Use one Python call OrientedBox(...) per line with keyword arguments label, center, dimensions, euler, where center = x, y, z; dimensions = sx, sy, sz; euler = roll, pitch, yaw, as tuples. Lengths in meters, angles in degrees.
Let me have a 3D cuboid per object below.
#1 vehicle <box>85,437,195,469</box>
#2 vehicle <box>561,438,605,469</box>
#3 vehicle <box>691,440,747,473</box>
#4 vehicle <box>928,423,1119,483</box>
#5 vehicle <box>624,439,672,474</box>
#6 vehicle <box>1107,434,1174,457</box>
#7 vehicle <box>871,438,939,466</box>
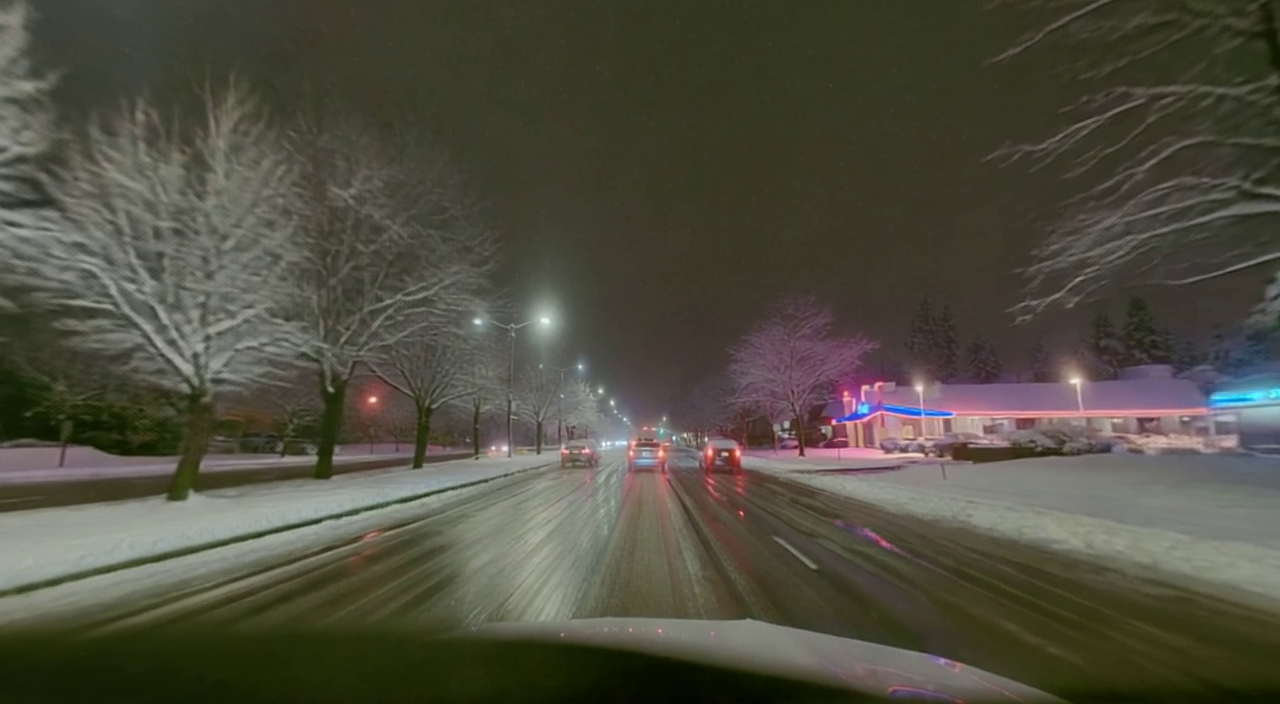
OrientedBox(label="vehicle", center=(-35.174, 7.083, 44.657), dimensions=(2.578, 1.973, 6.455), euler=(1, -8, -1))
OrientedBox(label="vehicle", center=(-3.065, 5.561, 34.751), dimensions=(1.995, 1.607, 4.086), euler=(0, -8, 1))
OrientedBox(label="vehicle", center=(3.701, 4.984, 30.245), dimensions=(2.012, 1.462, 4.400), euler=(0, -8, -1))
OrientedBox(label="vehicle", center=(13.257, 3.525, 22.108), dimensions=(5.144, 1.834, 2.188), euler=(-2, -9, 2))
OrientedBox(label="vehicle", center=(0.330, 4.810, 29.281), dimensions=(2.059, 1.477, 4.216), euler=(0, -8, 0))
OrientedBox(label="vehicle", center=(35.037, 6.550, 44.239), dimensions=(1.773, 1.500, 3.930), euler=(-1, -9, 6))
OrientedBox(label="vehicle", center=(15.307, 5.802, 36.719), dimensions=(2.099, 1.526, 4.555), euler=(-1, -8, 2))
